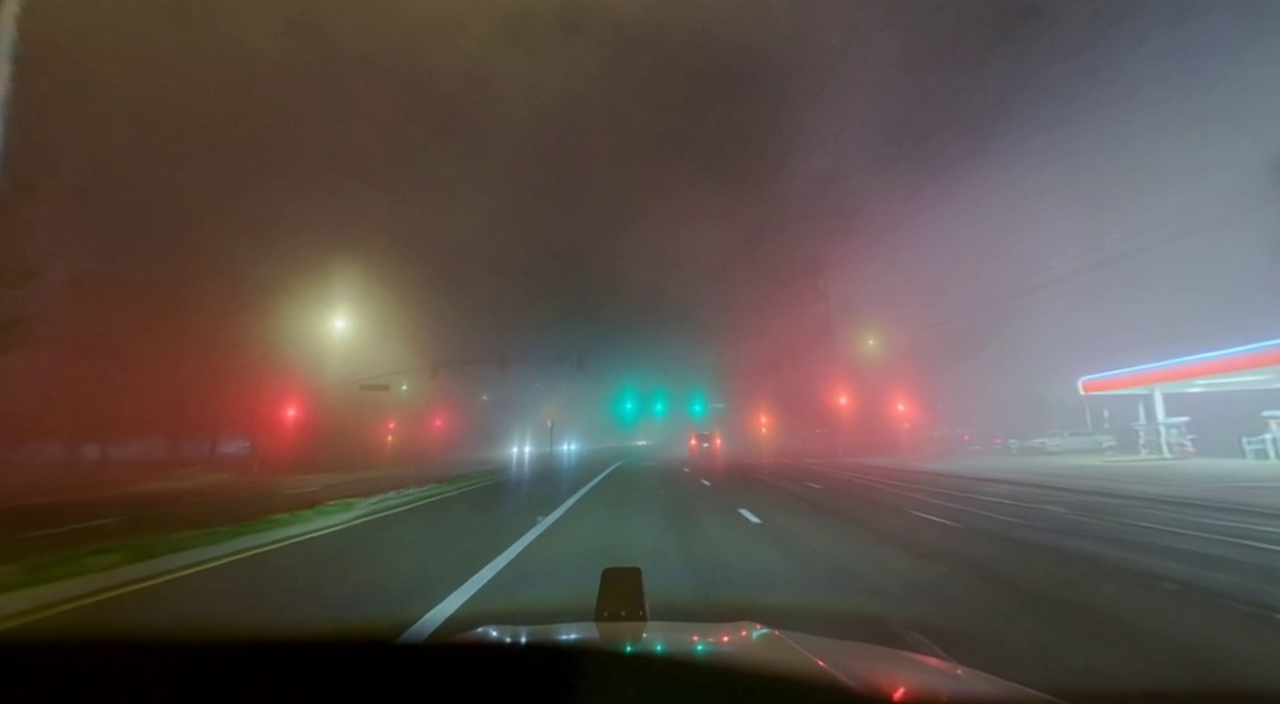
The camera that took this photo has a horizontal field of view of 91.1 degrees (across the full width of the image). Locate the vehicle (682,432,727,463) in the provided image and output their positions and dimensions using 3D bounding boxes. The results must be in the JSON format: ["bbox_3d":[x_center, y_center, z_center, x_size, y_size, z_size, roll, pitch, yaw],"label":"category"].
[{"bbox_3d":[3.734,5.598,36.906,2.090,1.717,4.063,0,-8,-1],"label":"vehicle"}]
